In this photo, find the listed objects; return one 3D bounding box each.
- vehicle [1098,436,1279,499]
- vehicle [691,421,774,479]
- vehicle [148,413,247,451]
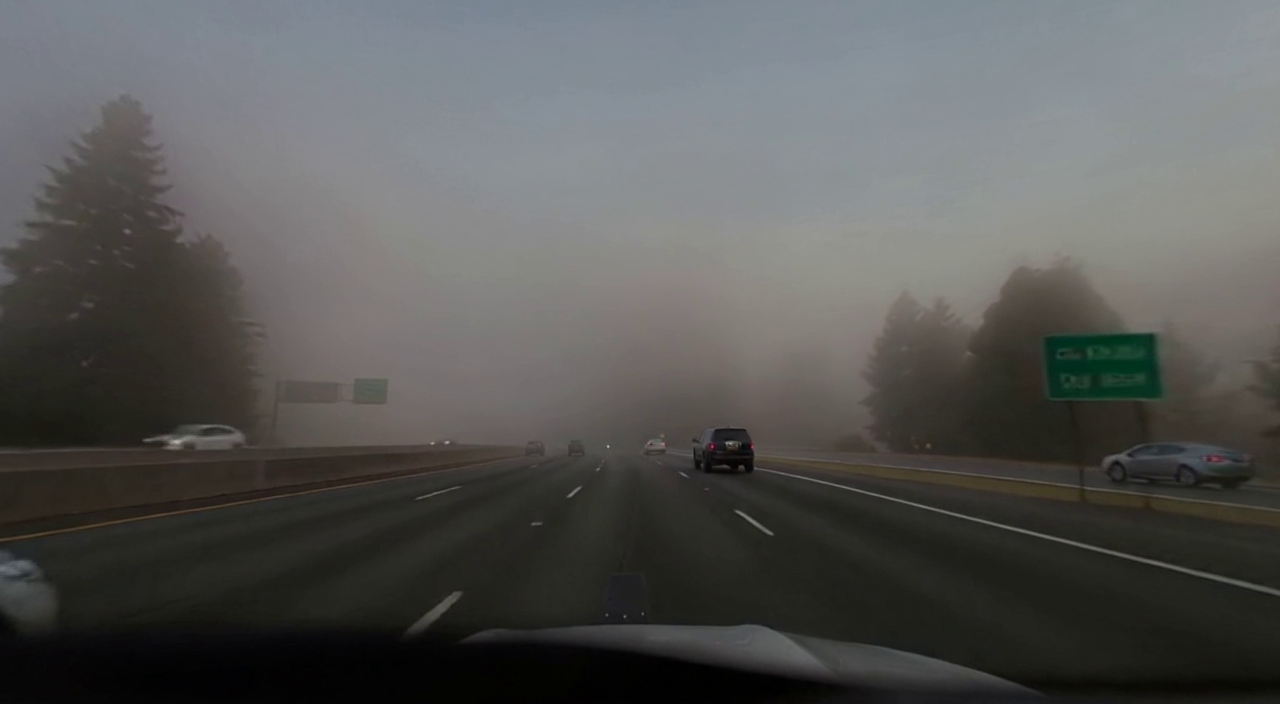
[{"bbox_3d":[16.411,3.292,18.547,2.033,1.580,4.752,1,-8,-5],"label":"vehicle"},{"bbox_3d":[3.122,3.433,22.234,2.043,1.795,4.347,0,-8,-3],"label":"vehicle"},{"bbox_3d":[-20.992,3.864,30.153,1.834,1.656,4.050,0,-8,-2],"label":"vehicle"}]
